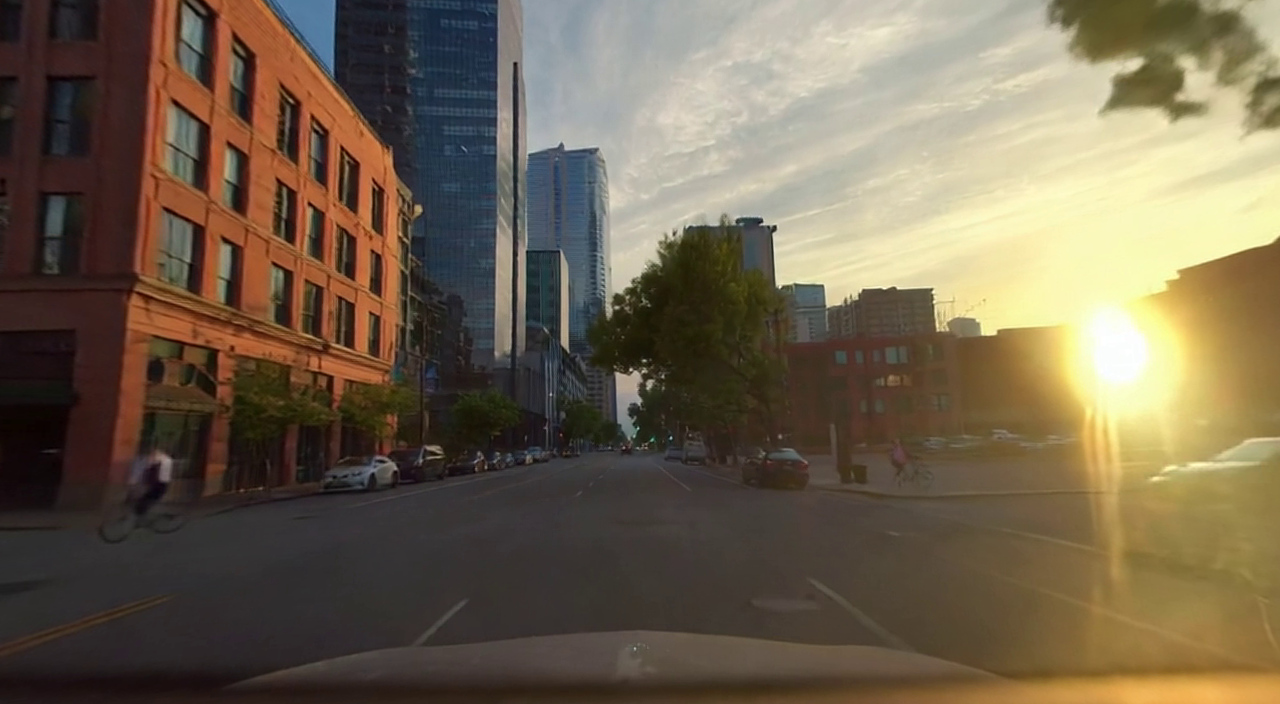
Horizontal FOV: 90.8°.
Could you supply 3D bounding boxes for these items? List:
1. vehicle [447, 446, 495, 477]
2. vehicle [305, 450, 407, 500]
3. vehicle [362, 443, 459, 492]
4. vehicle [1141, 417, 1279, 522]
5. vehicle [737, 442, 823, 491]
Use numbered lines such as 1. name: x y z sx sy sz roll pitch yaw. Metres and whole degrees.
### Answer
1. vehicle: -11.578 7.515 43.731 1.970 1.828 5.519 -3 -8 -2
2. vehicle: -11.207 4.845 25.377 1.992 1.629 4.773 -3 -8 -1
3. vehicle: -11.102 5.573 31.177 2.574 1.922 6.292 -4 -8 -2
4. vehicle: 11.633 1.963 10.816 4.380 1.608 1.942 0 -8 0
5. vehicle: 4.789 3.967 22.346 1.929 1.522 4.543 0 -8 -1
